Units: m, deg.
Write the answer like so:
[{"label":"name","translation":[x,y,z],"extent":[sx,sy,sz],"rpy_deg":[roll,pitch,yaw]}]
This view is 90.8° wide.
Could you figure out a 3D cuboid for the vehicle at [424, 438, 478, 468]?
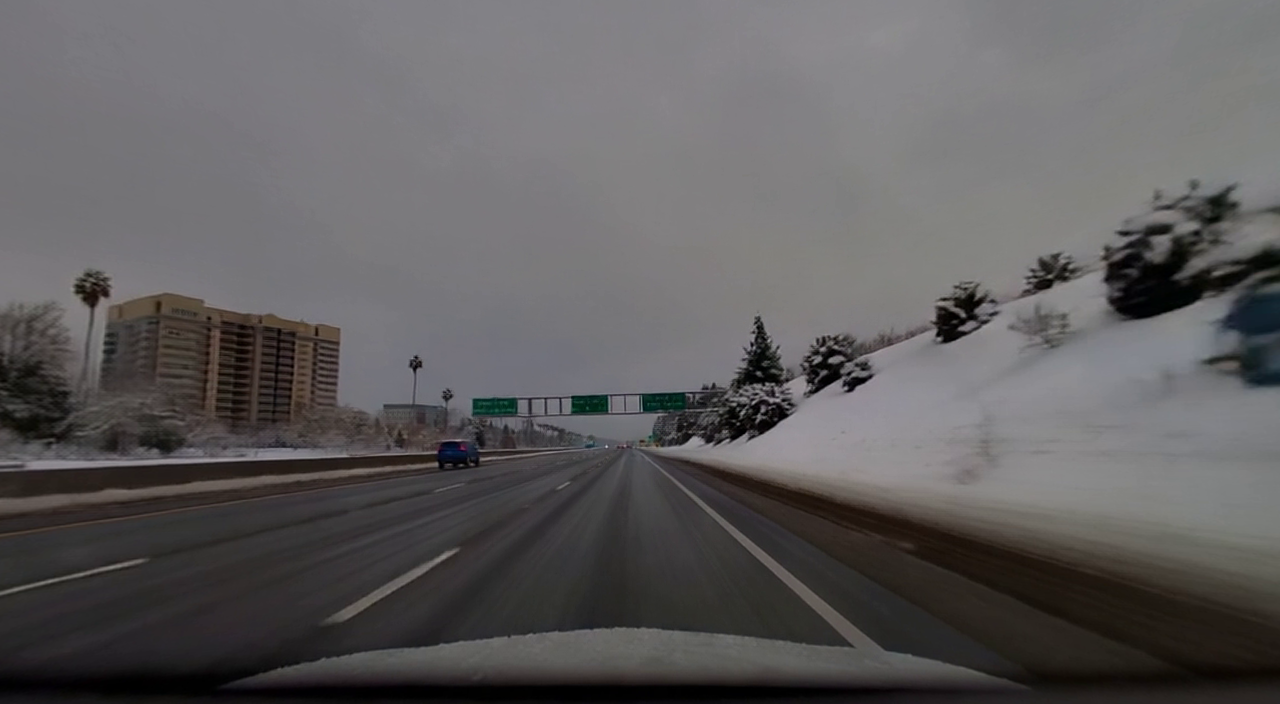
[{"label":"vehicle","translation":[-11.848,6.345,39.975],"extent":[2.016,1.754,4.543],"rpy_deg":[0,-8,0]}]
